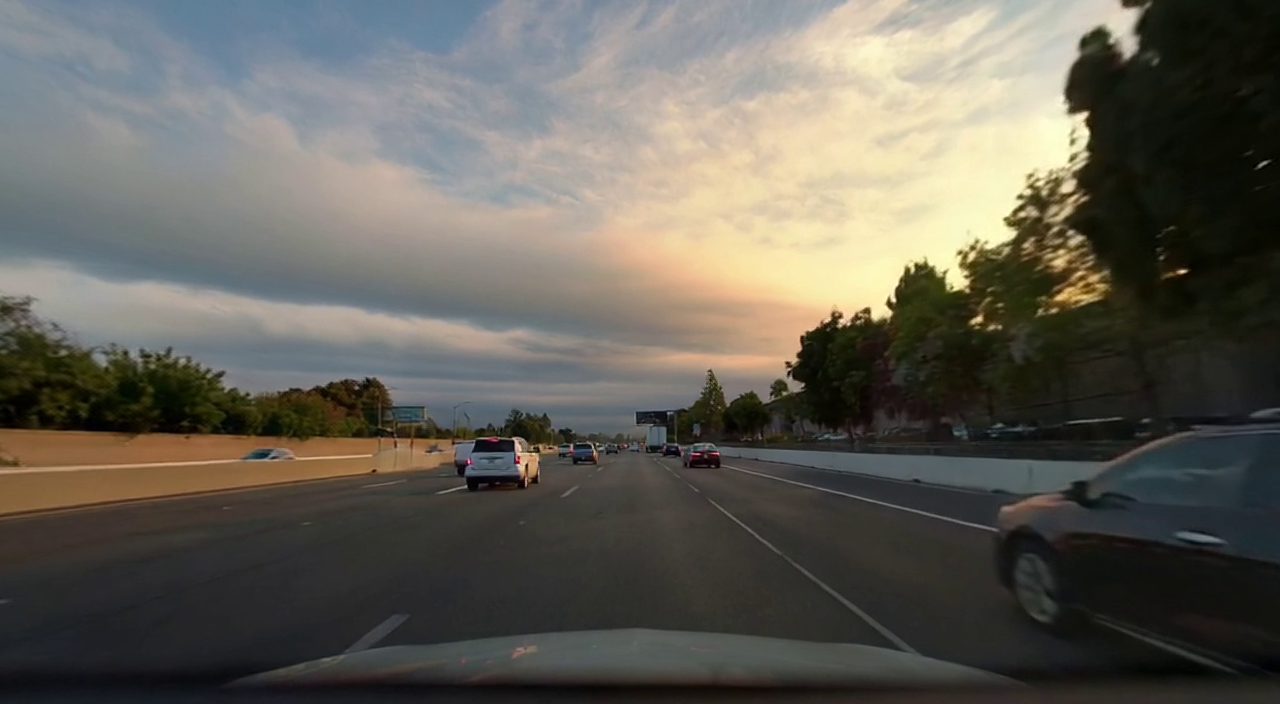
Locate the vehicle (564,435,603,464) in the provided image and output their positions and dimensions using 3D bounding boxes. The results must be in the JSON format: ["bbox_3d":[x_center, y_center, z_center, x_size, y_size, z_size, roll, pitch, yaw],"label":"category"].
[{"bbox_3d":[-4.016,7.078,45.892,2.410,1.981,5.355,0,-8,0],"label":"vehicle"}]

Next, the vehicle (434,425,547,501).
[{"bbox_3d":[-3.873,2.969,17.240,1.987,1.765,4.508,0,-8,0],"label":"vehicle"}]

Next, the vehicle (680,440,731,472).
[{"bbox_3d":[3.263,5.269,32.195,1.957,1.510,4.643,0,-8,-2],"label":"vehicle"}]

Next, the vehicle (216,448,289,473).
[{"bbox_3d":[-24.943,6.990,40.869,1.944,1.478,4.295,0,-8,1],"label":"vehicle"}]

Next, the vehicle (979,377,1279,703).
[{"bbox_3d":[3.683,0.905,2.636,2.033,1.596,4.344,0,-8,-1],"label":"vehicle"}]
